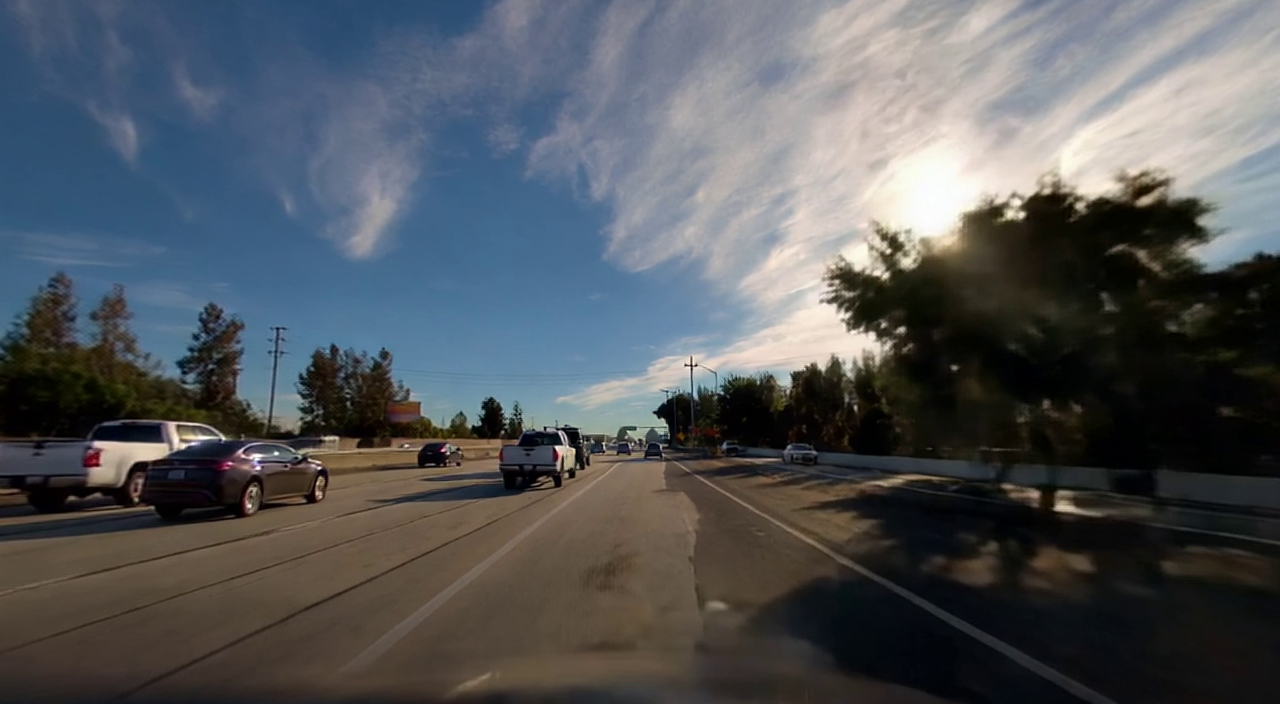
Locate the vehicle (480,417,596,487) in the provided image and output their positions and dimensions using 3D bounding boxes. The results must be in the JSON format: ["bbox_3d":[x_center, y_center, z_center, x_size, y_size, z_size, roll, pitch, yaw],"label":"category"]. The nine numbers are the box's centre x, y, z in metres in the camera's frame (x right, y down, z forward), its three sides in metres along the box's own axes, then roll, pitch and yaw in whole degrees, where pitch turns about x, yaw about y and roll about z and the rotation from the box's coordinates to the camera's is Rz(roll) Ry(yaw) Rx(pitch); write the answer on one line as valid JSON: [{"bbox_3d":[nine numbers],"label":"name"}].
[{"bbox_3d":[-3.264,3.463,22.033,2.815,2.092,6.526,0,-8,1],"label":"vehicle"}]

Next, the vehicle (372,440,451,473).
[{"bbox_3d":[-10.775,4.953,29.988,1.884,1.453,4.579,0,-8,2],"label":"vehicle"}]

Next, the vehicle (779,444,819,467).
[{"bbox_3d":[12.449,8.089,49.440,2.048,1.720,4.524,0,-8,2],"label":"vehicle"}]

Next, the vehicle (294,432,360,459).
[{"bbox_3d":[-23.943,7.188,48.284,2.170,1.974,5.348,0,-8,2],"label":"vehicle"}]

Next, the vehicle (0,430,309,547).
[{"bbox_3d":[-7.725,2.085,10.358,1.964,1.481,4.425,0,-8,2],"label":"vehicle"}]

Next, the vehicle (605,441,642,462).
[{"bbox_3d":[-1.156,7.215,45.828,2.013,1.444,4.447,-1,-8,8],"label":"vehicle"}]
